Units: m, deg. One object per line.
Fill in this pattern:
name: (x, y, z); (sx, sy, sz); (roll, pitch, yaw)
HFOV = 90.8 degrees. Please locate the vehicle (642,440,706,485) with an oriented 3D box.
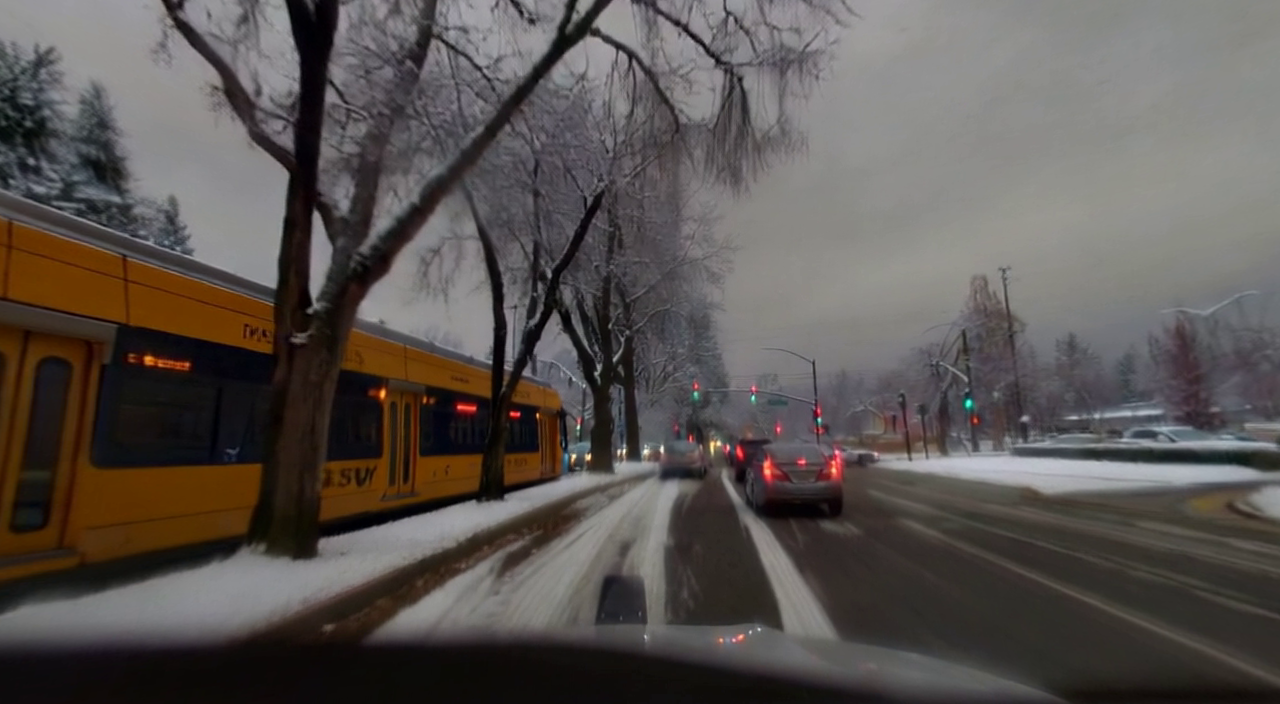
vehicle: (1.345, 4.054, 23.365); (2.118, 1.478, 4.076); (-1, -9, 6)

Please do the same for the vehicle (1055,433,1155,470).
vehicle: (20.916, 4.490, 28.629); (1.831, 1.545, 3.872); (-1, -9, 6)

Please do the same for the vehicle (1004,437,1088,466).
vehicle: (21.424, 5.288, 33.586); (1.796, 1.434, 4.504); (-1, -9, 6)

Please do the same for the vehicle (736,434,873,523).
vehicle: (3.112, 2.481, 12.925); (2.002, 1.471, 4.337); (-1, -9, 5)

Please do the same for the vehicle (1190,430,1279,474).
vehicle: (22.607, 3.583, 22.712); (1.825, 1.462, 4.764); (-2, -9, 8)

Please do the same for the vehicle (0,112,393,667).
vehicle: (-5.925, 0.036, 2.790); (2.897, 3.700, 13.528); (-1, -8, 6)

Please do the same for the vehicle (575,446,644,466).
vehicle: (-2.295, 7.844, 47.727); (4.941, 1.473, 1.885); (-1, -9, 7)
